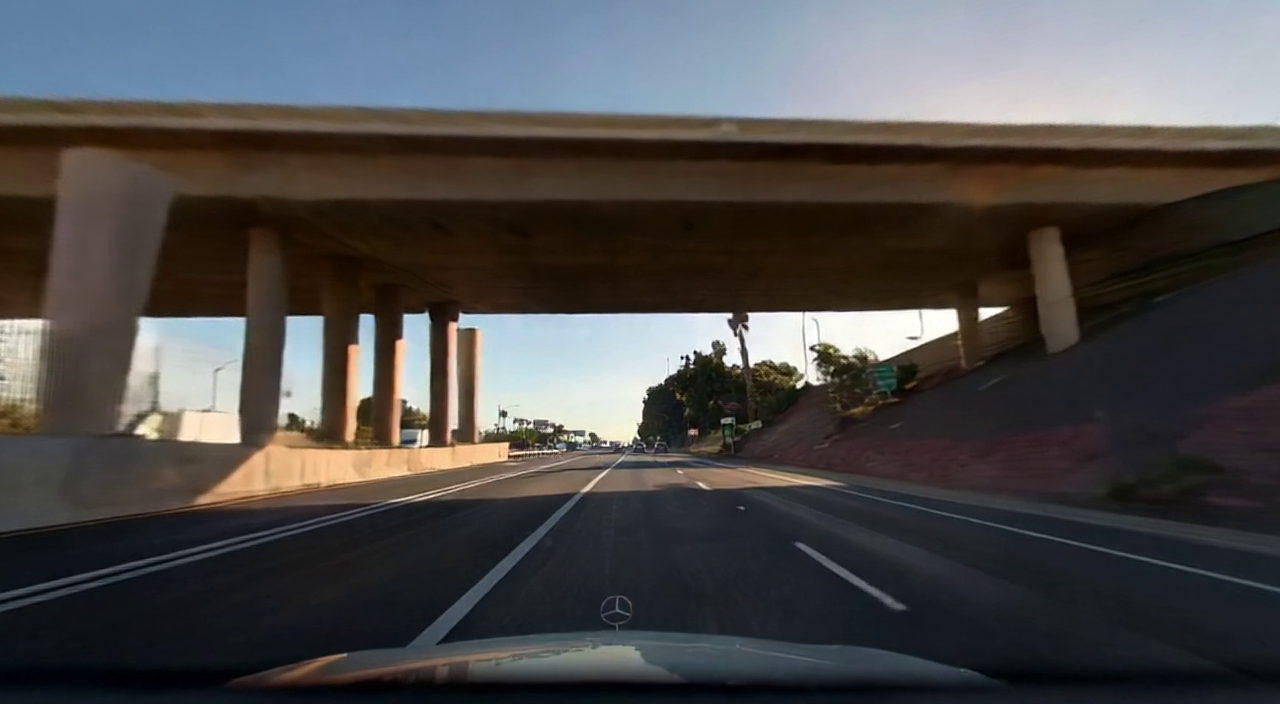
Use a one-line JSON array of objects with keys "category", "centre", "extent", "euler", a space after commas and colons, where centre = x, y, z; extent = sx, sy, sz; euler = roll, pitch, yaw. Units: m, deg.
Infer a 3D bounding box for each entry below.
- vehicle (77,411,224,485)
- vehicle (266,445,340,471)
[{"category": "vehicle", "centre": [-32.530, 6.436, 42.636], "extent": [3.007, 4.466, 8.393], "euler": [0, -8, 0]}, {"category": "vehicle", "centre": [-25.144, 7.888, 47.401], "extent": [2.288, 1.814, 5.849], "euler": [0, -8, 1]}]
